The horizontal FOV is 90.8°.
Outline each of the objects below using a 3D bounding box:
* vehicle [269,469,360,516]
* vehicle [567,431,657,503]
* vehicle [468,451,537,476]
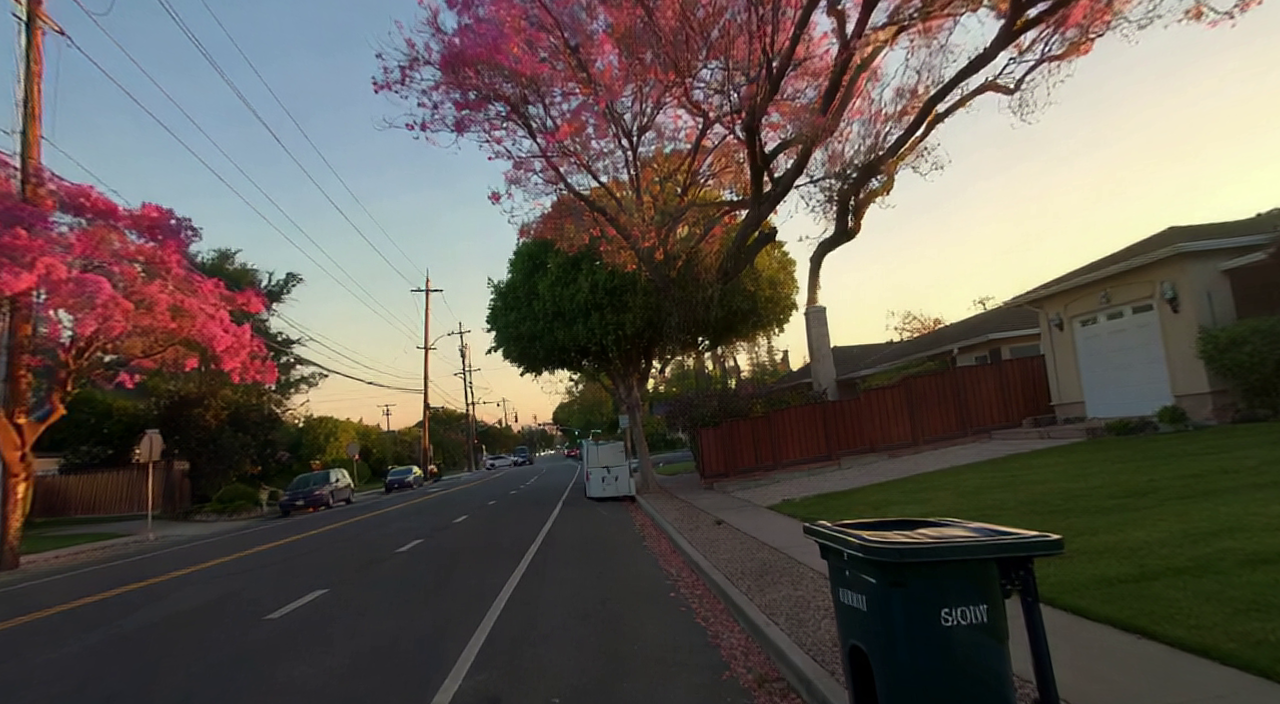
[{"bbox_3d":[-13.762,5.920,26.980,1.982,1.660,4.142,1,-8,-6],"label":"vehicle"},{"bbox_3d":[-0.824,3.081,17.386,2.190,1.708,4.115,0,-8,-4],"label":"vehicle"},{"bbox_3d":[-10.489,8.494,48.275,4.723,1.679,2.218,-5,-10,19],"label":"vehicle"}]
